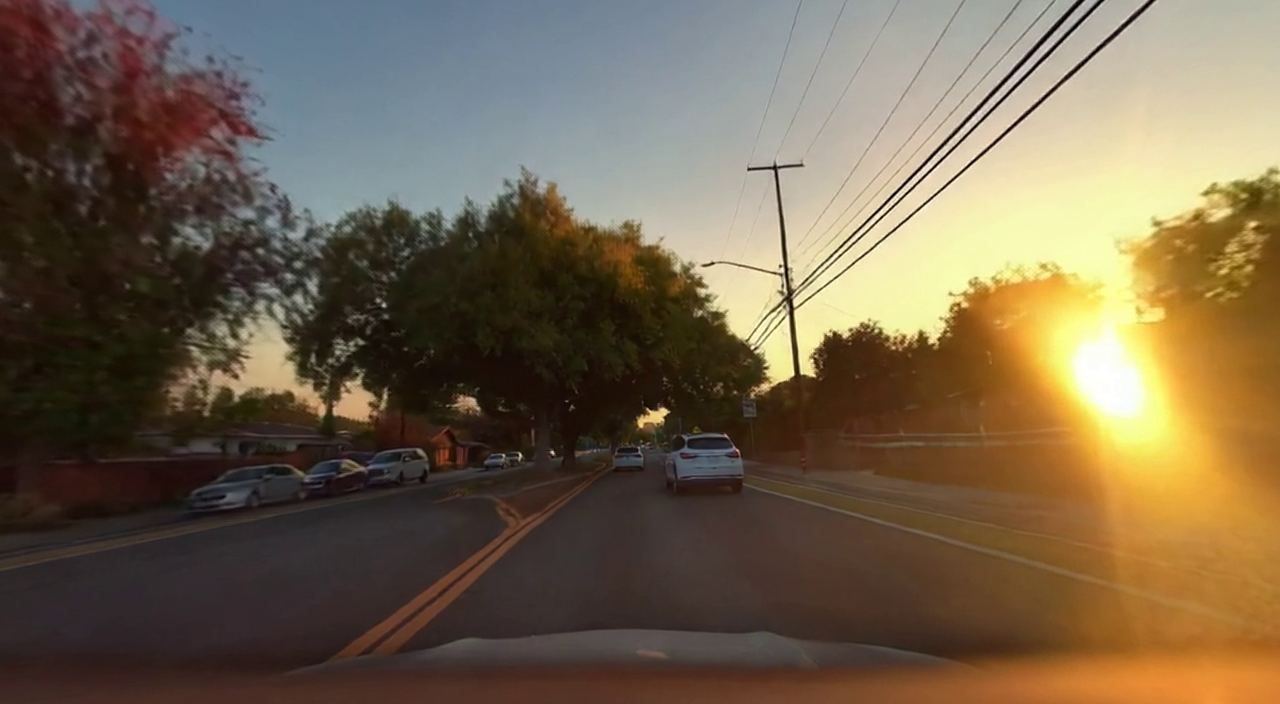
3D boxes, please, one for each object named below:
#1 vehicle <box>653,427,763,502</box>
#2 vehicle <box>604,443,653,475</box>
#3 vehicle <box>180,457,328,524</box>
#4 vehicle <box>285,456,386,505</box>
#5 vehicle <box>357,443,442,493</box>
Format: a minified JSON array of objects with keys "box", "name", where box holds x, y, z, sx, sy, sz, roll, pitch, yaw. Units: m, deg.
[{"box":[1.664,3.016,17.425,2.200,1.763,4.676,0,-8,-4],"name":"vehicle"},{"box":[-0.555,5.201,30.940,2.196,1.449,4.006,0,-8,-1],"name":"vehicle"},{"box":[-12.249,4.368,20.456,2.044,1.534,4.554,-6,-8,-3],"name":"vehicle"},{"box":[-12.283,5.179,25.856,1.897,1.498,4.628,-5,-8,-1],"name":"vehicle"},{"box":[-12.287,5.883,32.712,2.504,2.031,5.237,-7,-8,-4],"name":"vehicle"}]
